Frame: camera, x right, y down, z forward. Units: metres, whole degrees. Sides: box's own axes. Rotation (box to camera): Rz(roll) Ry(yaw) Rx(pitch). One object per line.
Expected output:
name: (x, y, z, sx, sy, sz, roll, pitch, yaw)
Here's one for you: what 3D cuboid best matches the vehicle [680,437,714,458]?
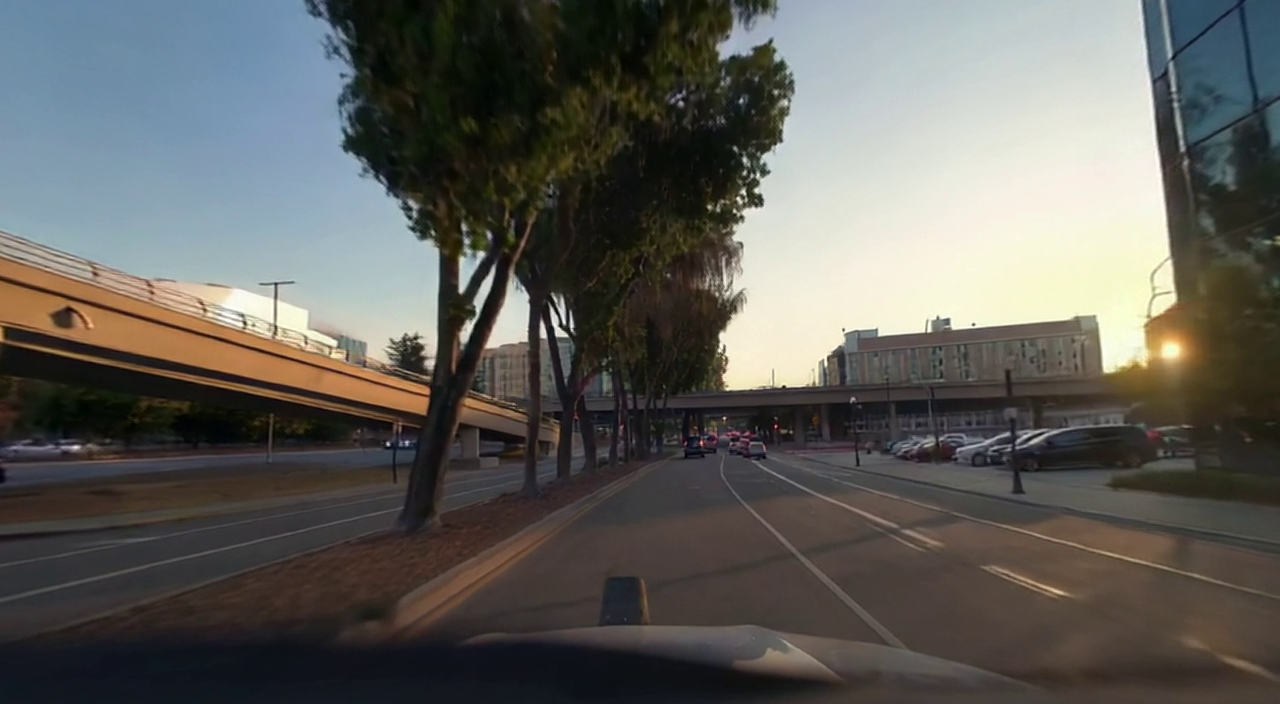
vehicle: (4.333, 7.160, 47.122, 2.280, 1.475, 4.051, -1, -8, 8)
